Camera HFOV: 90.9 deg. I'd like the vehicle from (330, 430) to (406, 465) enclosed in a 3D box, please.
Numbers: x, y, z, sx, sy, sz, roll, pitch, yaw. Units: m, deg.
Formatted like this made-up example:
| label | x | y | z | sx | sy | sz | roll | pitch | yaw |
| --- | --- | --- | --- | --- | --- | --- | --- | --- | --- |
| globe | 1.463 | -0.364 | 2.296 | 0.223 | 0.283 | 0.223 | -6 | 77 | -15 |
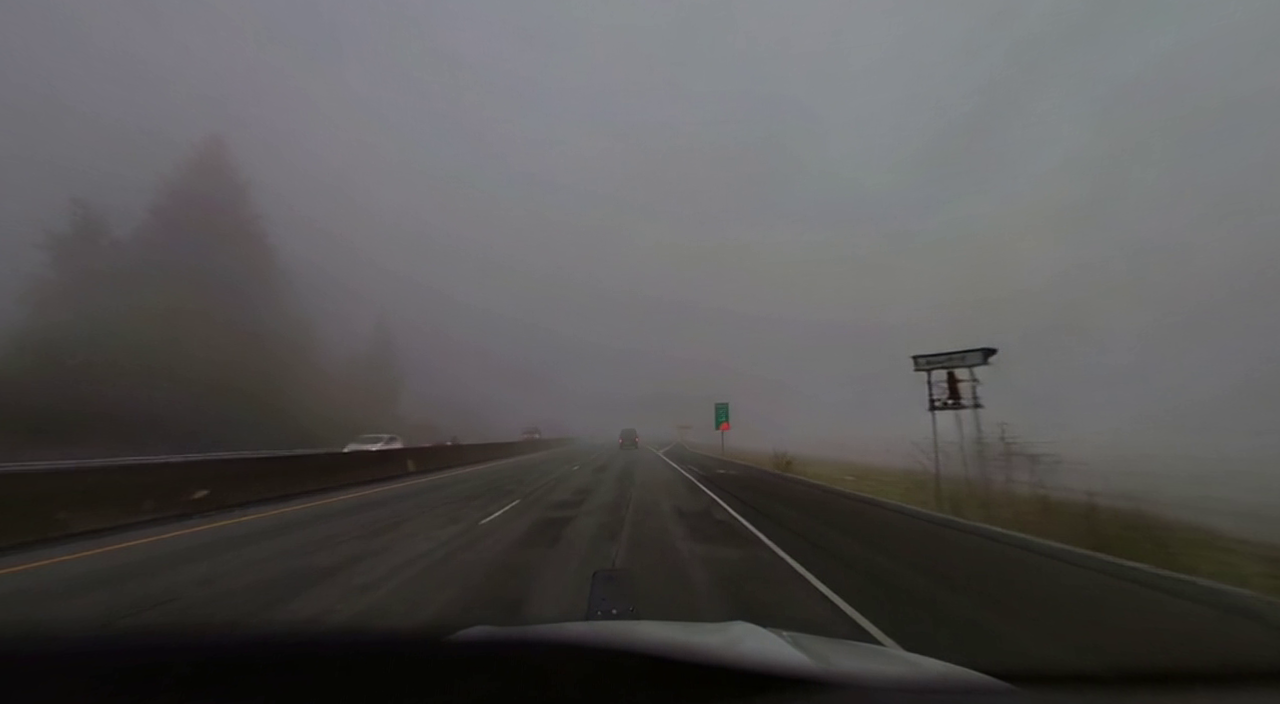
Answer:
| label | x | y | z | sx | sy | sz | roll | pitch | yaw |
| --- | --- | --- | --- | --- | --- | --- | --- | --- | --- |
| vehicle | -13.387 | 4.700 | 31.264 | 1.915 | 1.590 | 4.214 | 0 | -8 | -1 |
